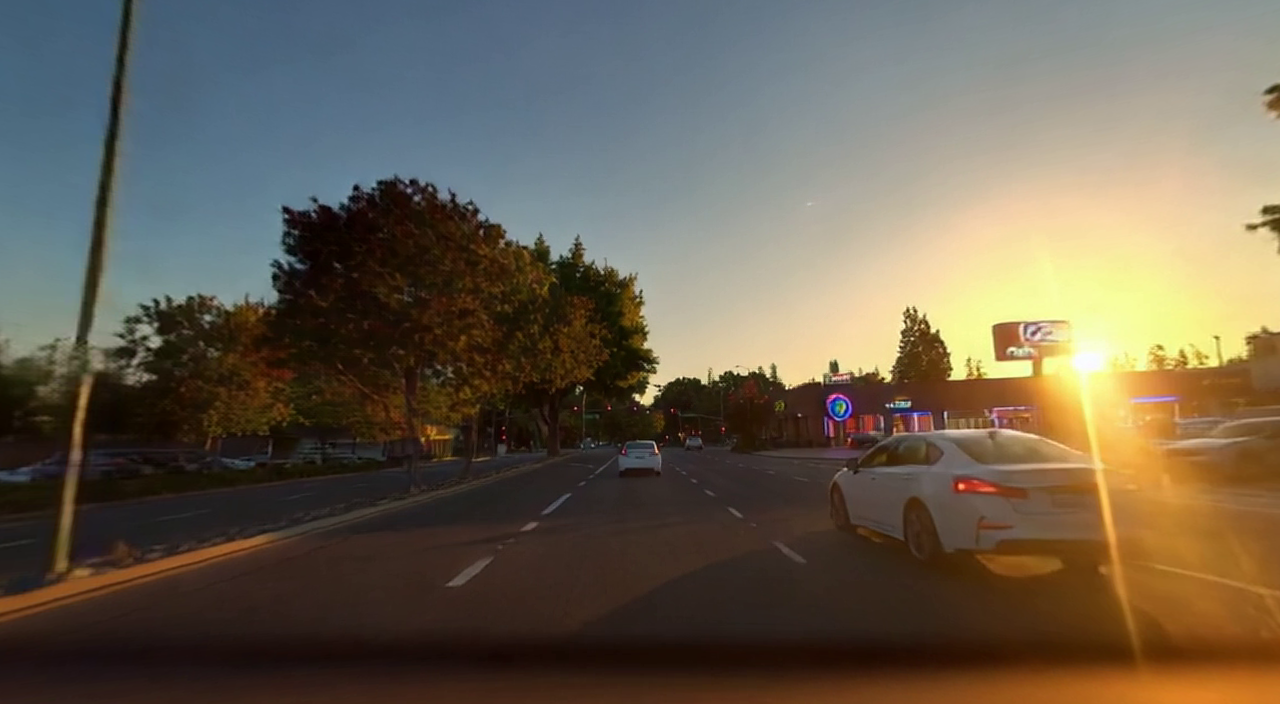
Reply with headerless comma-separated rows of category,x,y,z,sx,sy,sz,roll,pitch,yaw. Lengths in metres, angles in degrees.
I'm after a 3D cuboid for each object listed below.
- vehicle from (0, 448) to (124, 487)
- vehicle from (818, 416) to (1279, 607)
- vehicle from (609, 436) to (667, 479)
vehicle,-27.175,5.333,29.292,4.519,1.712,1.932,0,-8,-2
vehicle,3.873,1.587,7.282,2.153,1.456,4.705,0,-9,-1
vehicle,-0.102,3.939,23.704,1.998,1.452,3.773,0,-8,-1
